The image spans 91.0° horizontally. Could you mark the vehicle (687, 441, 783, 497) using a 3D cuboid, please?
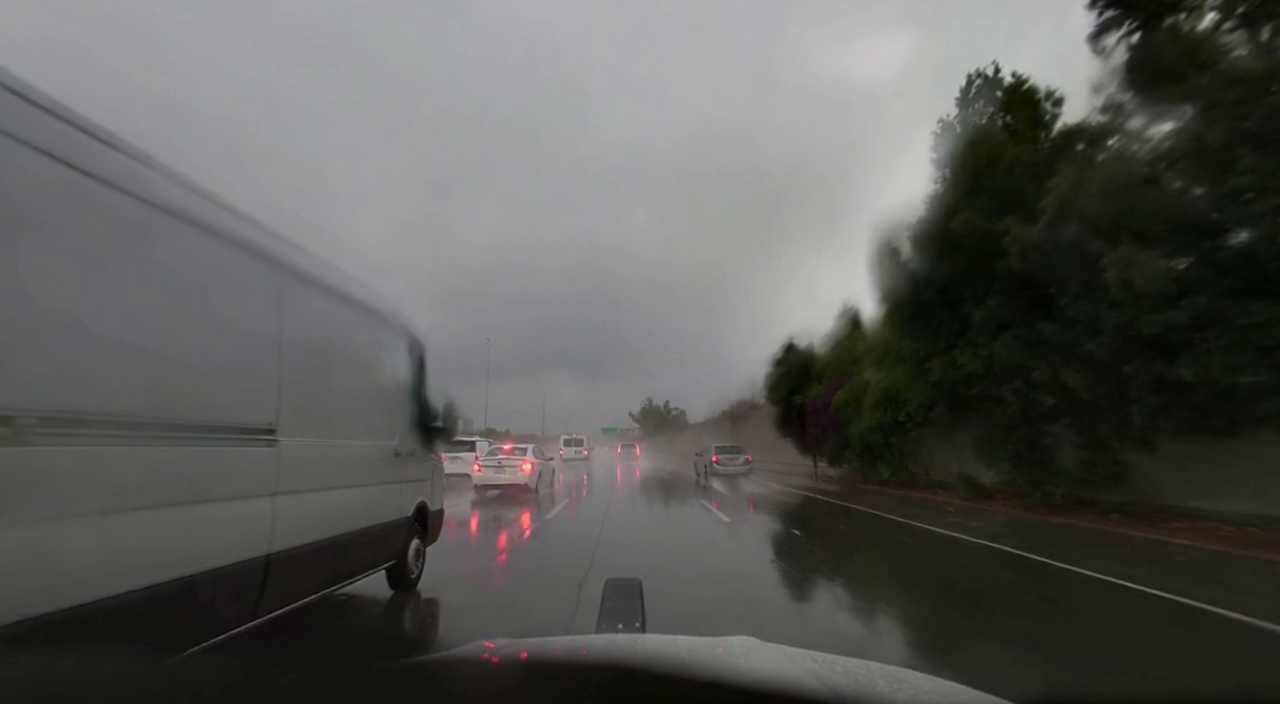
[{"bbox_3d":[2.762,3.535,19.470,2.127,1.513,4.501,0,-9,-2],"label":"vehicle"}]

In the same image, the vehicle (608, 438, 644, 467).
[{"bbox_3d":[-0.937,6.610,41.480,2.207,1.807,4.199,0,-9,-1],"label":"vehicle"}]

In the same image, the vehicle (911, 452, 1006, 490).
[{"bbox_3d":[14.011,5.239,28.023,1.846,1.471,4.423,2,-9,-2],"label":"vehicle"}]

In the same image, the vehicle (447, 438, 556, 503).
[{"bbox_3d":[-3.515,3.092,16.857,1.963,1.507,4.172,0,-9,0],"label":"vehicle"}]

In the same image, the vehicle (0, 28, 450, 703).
[{"bbox_3d":[-3.107,0.504,3.156,2.383,2.543,5.904,0,-9,0],"label":"vehicle"}]

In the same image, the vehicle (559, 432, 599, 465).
[{"bbox_3d":[-4.490,7.194,47.143,2.504,2.276,5.933,0,-9,-1],"label":"vehicle"}]
